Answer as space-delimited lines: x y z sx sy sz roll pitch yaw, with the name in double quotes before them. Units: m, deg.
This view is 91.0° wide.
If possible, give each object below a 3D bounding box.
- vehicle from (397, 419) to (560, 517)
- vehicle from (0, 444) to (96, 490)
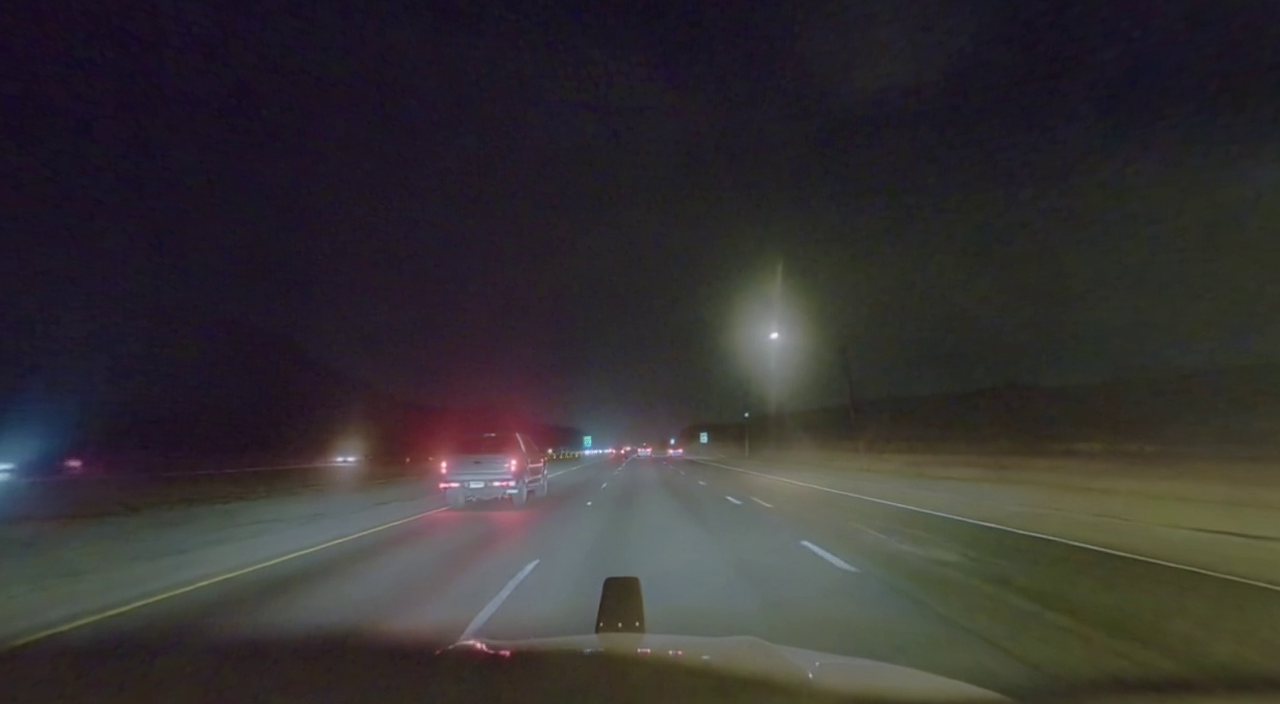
"vehicle" -3.542 2.705 15.228 2.379 1.918 5.504 0 -9 1
"vehicle" -29.084 5.246 29.016 2.420 1.974 6.229 0 -9 0
